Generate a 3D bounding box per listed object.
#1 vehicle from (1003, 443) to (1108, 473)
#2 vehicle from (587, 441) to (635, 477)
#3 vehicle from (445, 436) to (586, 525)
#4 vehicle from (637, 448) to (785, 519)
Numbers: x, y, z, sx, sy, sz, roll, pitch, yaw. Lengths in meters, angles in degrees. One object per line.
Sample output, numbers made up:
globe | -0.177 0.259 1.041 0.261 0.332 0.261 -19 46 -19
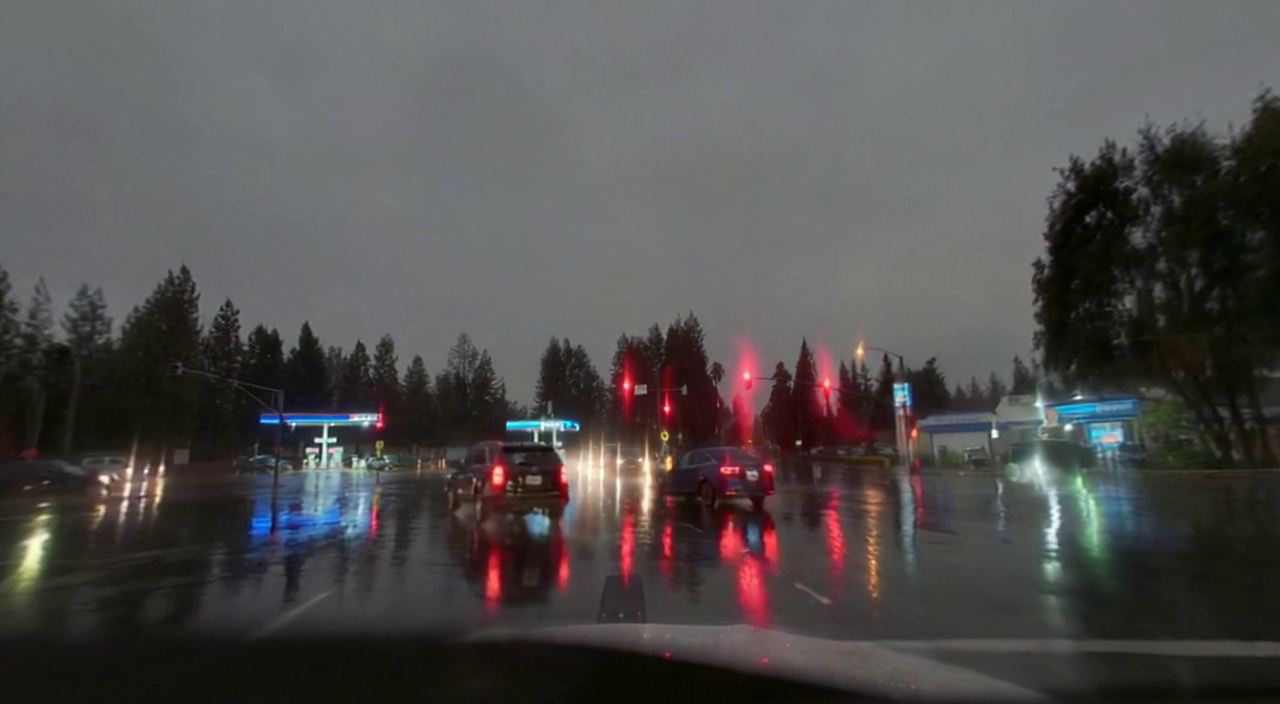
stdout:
vehicle | 25.916 6.618 39.615 4.952 1.745 2.184 -2 -9 15
vehicle | -1.645 5.816 34.598 2.016 1.828 4.503 1 -9 -11
vehicle | -3.138 2.922 15.040 2.351 1.733 4.616 3 -9 -23
vehicle | 1.544 3.131 15.761 1.965 1.460 4.581 2 -9 -17
